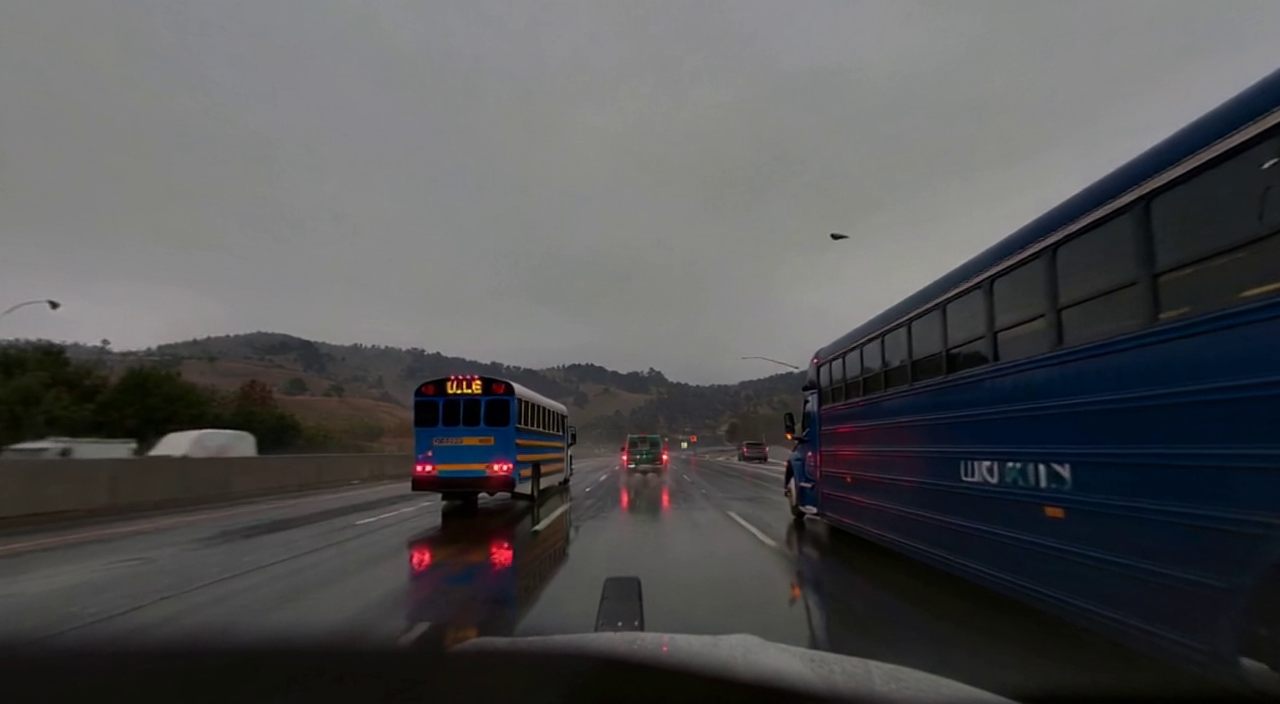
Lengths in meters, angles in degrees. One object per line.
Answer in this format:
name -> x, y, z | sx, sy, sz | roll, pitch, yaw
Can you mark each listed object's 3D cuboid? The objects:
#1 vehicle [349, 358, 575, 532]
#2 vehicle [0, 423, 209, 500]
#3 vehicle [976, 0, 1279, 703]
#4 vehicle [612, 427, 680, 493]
vehicle -> -3.513, 2.197, 15.063 | 2.947, 3.009, 7.991 | 0, -8, 1
vehicle -> -24.849, 4.910, 29.033 | 2.983, 2.881, 9.944 | 0, -9, 0
vehicle -> 4.131, -0.188, 1.333 | 3.050, 3.810, 6.889 | -1, -8, 2
vehicle -> 0.147, 3.548, 21.088 | 2.037, 1.929, 4.343 | 0, -9, -1
